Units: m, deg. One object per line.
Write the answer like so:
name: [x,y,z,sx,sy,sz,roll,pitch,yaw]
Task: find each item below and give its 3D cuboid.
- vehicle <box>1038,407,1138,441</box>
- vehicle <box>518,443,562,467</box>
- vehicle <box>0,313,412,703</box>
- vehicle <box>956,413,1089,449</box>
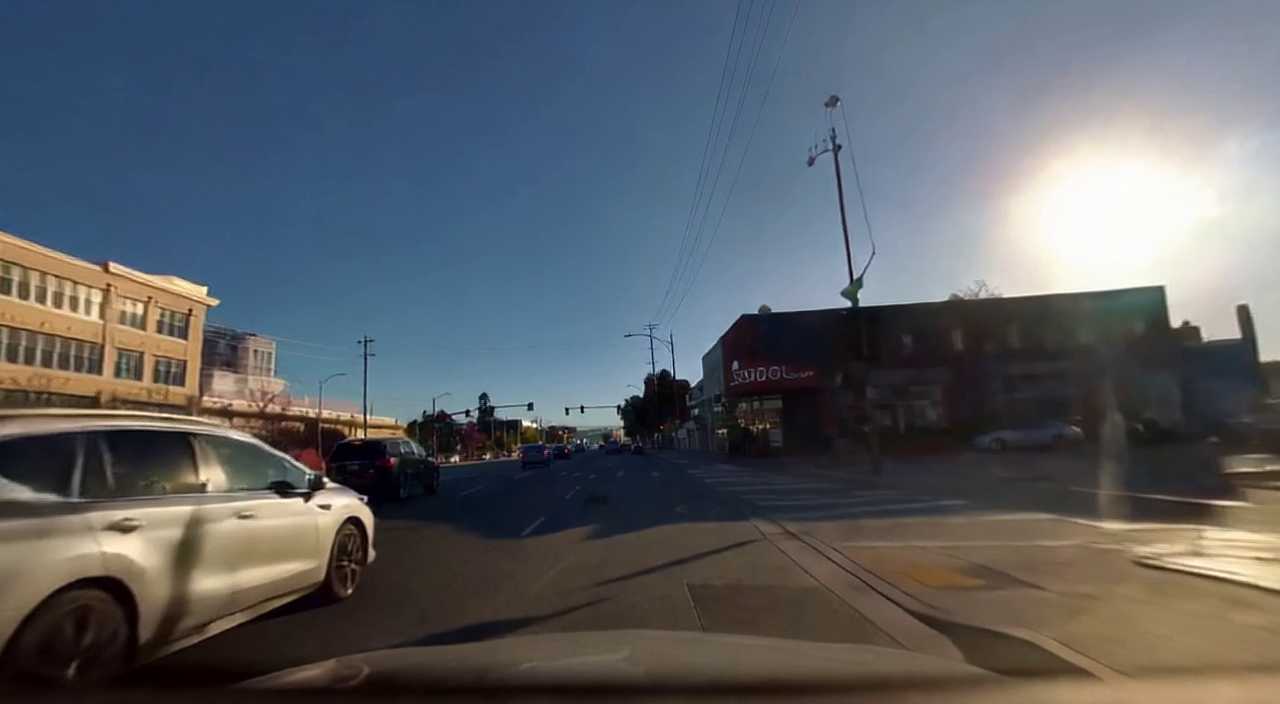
vehicle: [24.518,4.013,34.763,1.903,1.700,4.934,0,-8,1]
vehicle: [-6.408,6.641,40.845,2.030,1.488,4.650,0,-9,1]
vehicle: [-3.469,0.986,3.922,2.277,1.743,4.893,0,-9,0]
vehicle: [16.877,3.536,27.996,4.573,1.532,1.983,0,-8,0]
